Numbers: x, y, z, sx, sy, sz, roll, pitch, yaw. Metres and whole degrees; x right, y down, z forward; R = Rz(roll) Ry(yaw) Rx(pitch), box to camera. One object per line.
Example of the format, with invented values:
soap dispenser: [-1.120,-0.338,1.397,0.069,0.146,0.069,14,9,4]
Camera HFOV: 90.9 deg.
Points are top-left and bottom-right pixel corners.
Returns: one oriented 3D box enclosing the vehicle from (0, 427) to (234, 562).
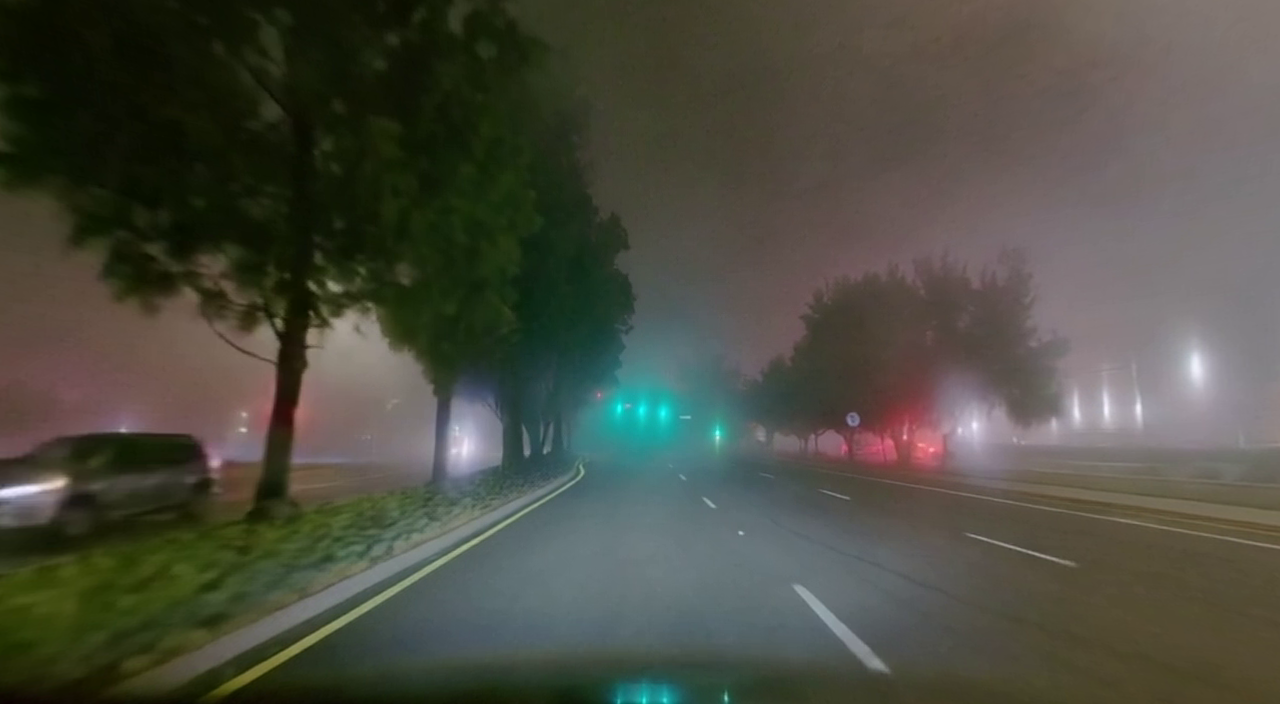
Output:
vehicle: [-8.290,1.917,9.155,1.936,1.525,4.214,0,-8,0]
